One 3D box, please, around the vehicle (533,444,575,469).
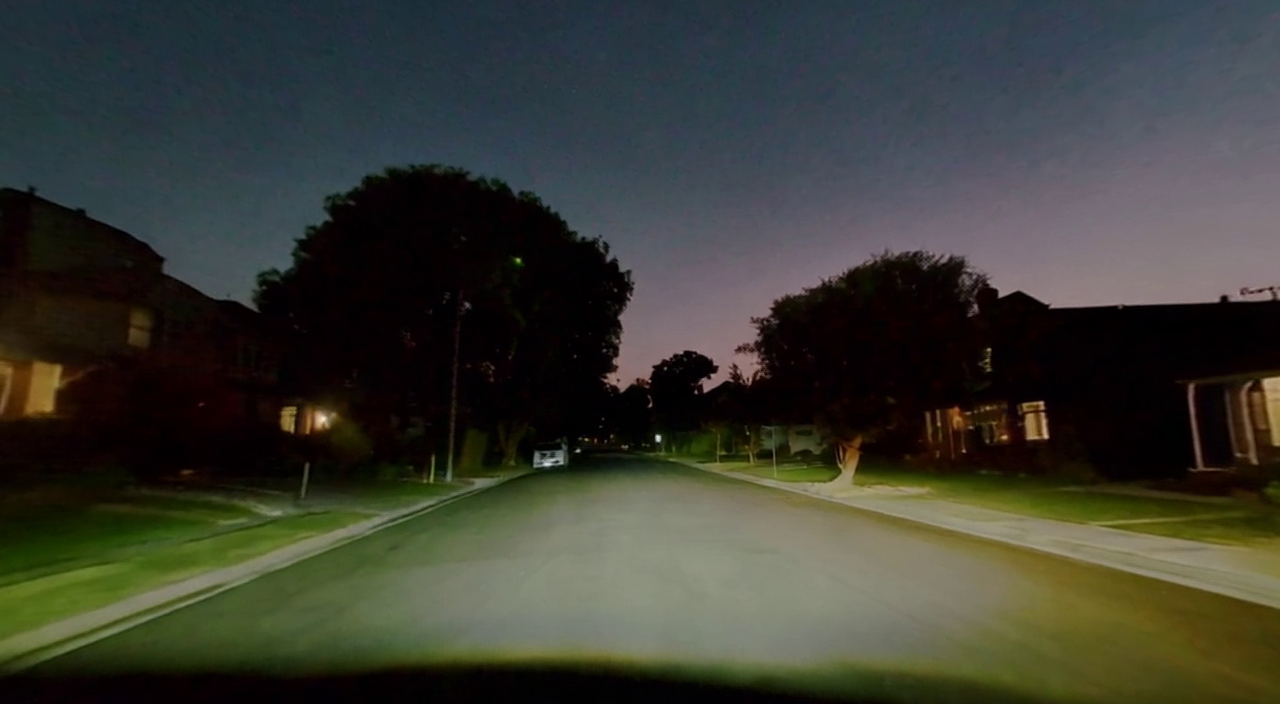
[{"bbox_3d":[-5.131,6.256,37.940,2.017,1.397,4.004,0,-8,-1],"label":"vehicle"}]
